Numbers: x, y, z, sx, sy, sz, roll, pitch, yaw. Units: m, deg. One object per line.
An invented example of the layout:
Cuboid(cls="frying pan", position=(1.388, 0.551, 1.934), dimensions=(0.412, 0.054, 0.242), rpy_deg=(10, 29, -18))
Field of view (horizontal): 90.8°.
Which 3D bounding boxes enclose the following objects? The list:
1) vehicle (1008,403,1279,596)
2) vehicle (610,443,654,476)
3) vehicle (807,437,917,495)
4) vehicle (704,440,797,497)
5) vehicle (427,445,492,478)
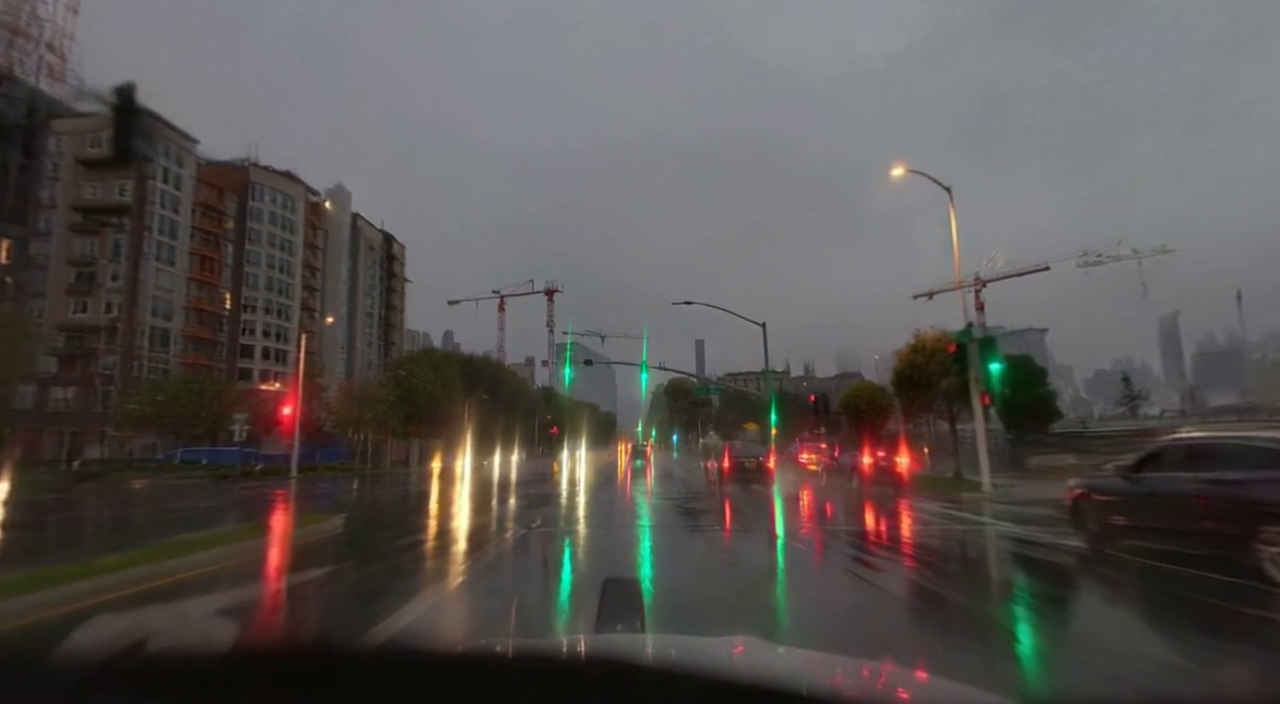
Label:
Cuboid(cls="vehicle", position=(7.245, 1.670, 7.759), dimensions=(2.125, 1.838, 5.555), rpy_deg=(0, -9, 0))
Cuboid(cls="vehicle", position=(-0.356, 5.147, 30.553), dimensions=(2.006, 1.487, 3.535), rpy_deg=(0, -9, 0))
Cuboid(cls="vehicle", position=(7.340, 3.803, 21.466), dimensions=(2.031, 1.708, 4.567), rpy_deg=(0, -9, -1))
Cuboid(cls="vehicle", position=(3.095, 3.351, 18.566), dimensions=(1.910, 1.474, 4.003), rpy_deg=(0, -9, -1))
Cuboid(cls="vehicle", position=(-8.750, 5.329, 31.001), dimensions=(1.902, 1.503, 4.240), rpy_deg=(0, -9, 0))
